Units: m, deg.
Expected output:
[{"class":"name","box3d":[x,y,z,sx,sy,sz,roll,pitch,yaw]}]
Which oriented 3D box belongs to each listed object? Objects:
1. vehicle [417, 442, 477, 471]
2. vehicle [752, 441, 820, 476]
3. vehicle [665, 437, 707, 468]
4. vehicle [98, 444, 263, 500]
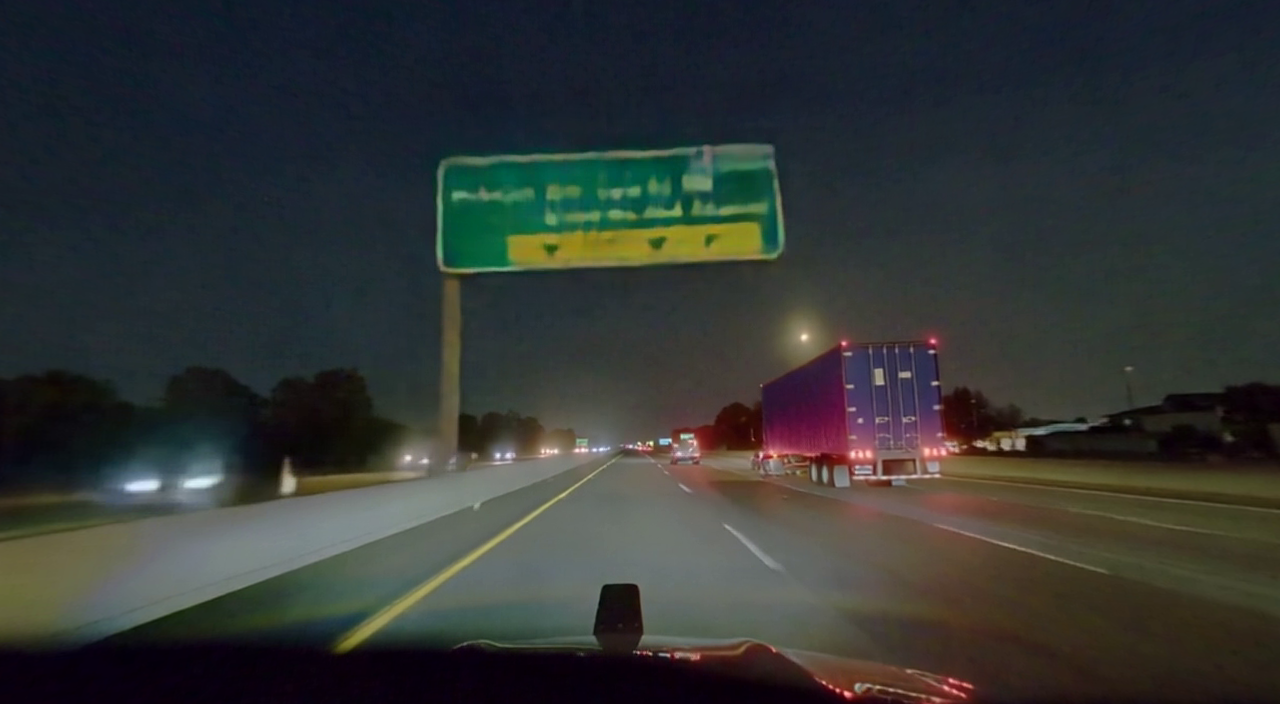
[{"class":"vehicle","box3d":[-11.353,6.166,37.526,2.053,1.602,4.777,0,-9,0]},{"class":"vehicle","box3d":[6.483,4.758,28.521,2.009,1.456,4.097,0,-9,-1]},{"class":"vehicle","box3d":[2.841,6.385,40.345,2.258,1.824,4.908,0,-9,-1]},{"class":"vehicle","box3d":[-15.001,3.881,21.048,2.038,1.583,4.642,0,-8,0]}]
